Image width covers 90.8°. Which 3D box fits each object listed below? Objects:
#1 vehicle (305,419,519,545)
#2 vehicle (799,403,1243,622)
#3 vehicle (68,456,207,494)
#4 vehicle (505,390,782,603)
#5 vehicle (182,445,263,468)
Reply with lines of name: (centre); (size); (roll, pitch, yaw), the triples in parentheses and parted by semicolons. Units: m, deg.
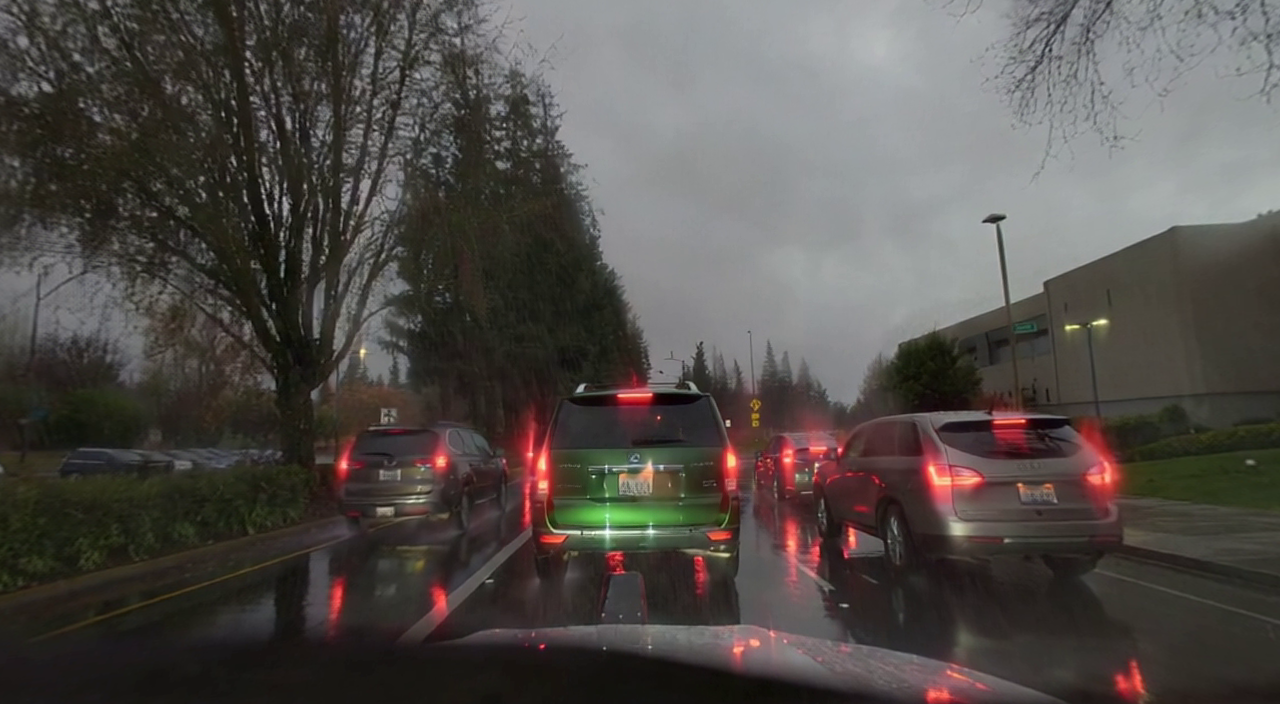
vehicle: (-3.399, 2.021, 10.410); (1.961, 1.639, 4.064); (0, -9, 0)
vehicle: (3.473, 1.551, 7.054); (2.202, 1.657, 4.298); (0, -9, -1)
vehicle: (-22.200, 5.418, 28.220); (2.312, 1.443, 4.684); (0, -9, 0)
vehicle: (0.017, 1.491, 7.261); (2.294, 1.761, 3.857); (0, -9, 0)
vehicle: (-30.002, 7.511, 45.459); (4.403, 1.532, 1.914); (0, -8, -3)
